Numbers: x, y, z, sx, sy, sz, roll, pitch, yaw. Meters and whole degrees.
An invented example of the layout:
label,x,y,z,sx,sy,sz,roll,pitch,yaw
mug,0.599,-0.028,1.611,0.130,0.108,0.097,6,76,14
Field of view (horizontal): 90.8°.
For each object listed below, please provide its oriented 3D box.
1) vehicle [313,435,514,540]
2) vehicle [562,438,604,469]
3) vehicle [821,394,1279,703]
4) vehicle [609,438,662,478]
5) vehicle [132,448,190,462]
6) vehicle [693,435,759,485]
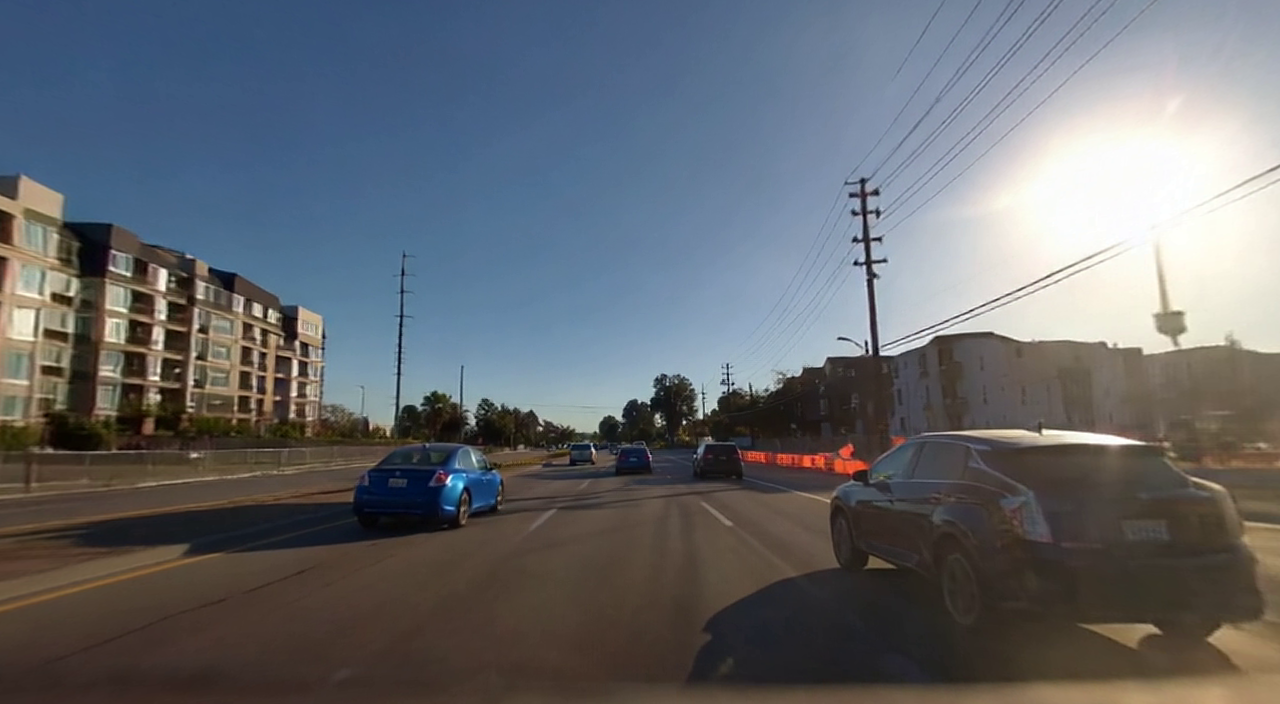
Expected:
label,x,y,z,sx,sy,sz,roll,pitch,yaw
vehicle,-3.662,2.247,11.165,1.968,1.473,4.209,0,-8,0
vehicle,-3.608,6.502,40.737,2.190,1.832,4.417,0,-8,1
vehicle,3.107,1.310,5.284,1.975,1.598,4.025,0,-8,0
vehicle,-0.179,4.919,29.678,2.291,1.714,4.217,0,-8,0
vehicle,-37.016,7.951,48.814,3.745,1.024,2.044,-5,-10,27
vehicle,3.371,4.321,25.590,2.029,1.797,4.218,0,-8,-1
